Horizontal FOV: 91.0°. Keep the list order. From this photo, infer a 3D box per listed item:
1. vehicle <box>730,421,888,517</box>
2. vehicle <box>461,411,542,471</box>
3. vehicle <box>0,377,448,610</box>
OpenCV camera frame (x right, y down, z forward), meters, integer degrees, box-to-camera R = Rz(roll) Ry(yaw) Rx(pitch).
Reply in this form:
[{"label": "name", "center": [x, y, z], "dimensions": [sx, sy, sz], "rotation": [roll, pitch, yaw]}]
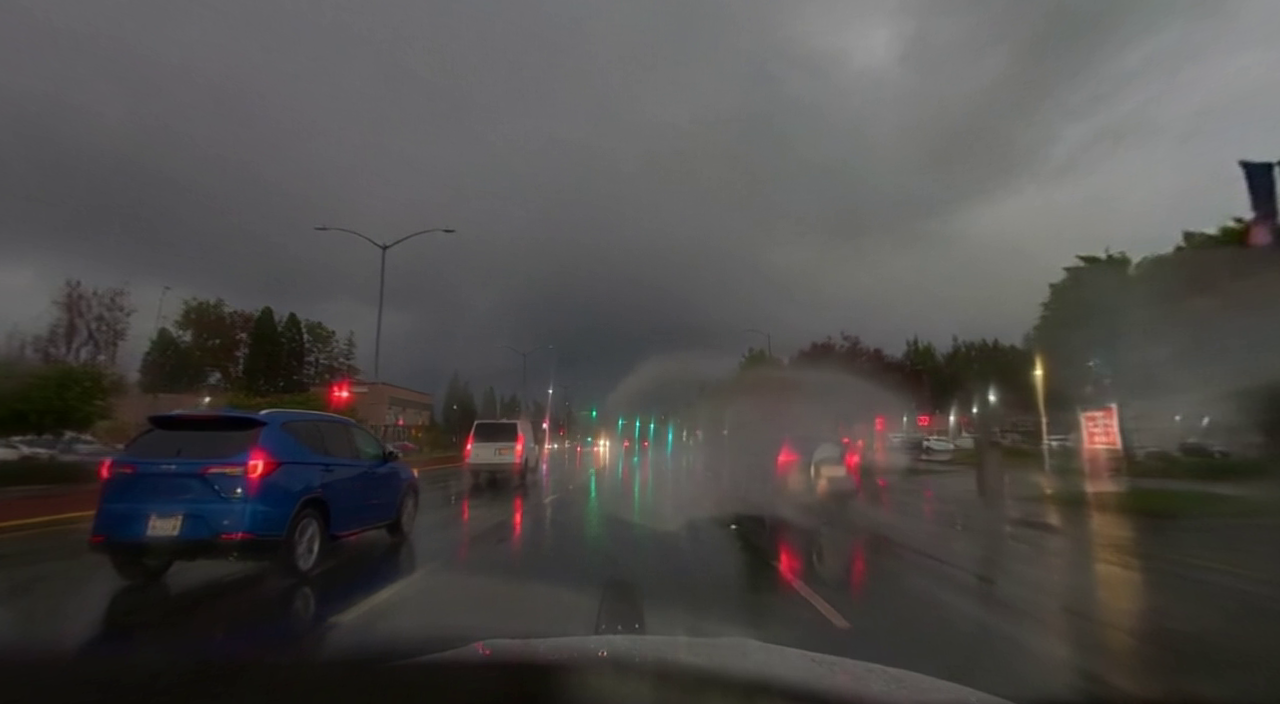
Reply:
[{"label": "vehicle", "center": [3.563, 2.594, 14.429], "dimensions": [2.167, 1.792, 4.835], "rotation": [0, -9, -2]}, {"label": "vehicle", "center": [-6.474, 4.332, 30.411], "dimensions": [2.863, 2.592, 6.410], "rotation": [1, -9, -4]}, {"label": "vehicle", "center": [-3.850, 1.388, 6.975], "dimensions": [2.038, 1.748, 4.303], "rotation": [0, -9, 1]}]
